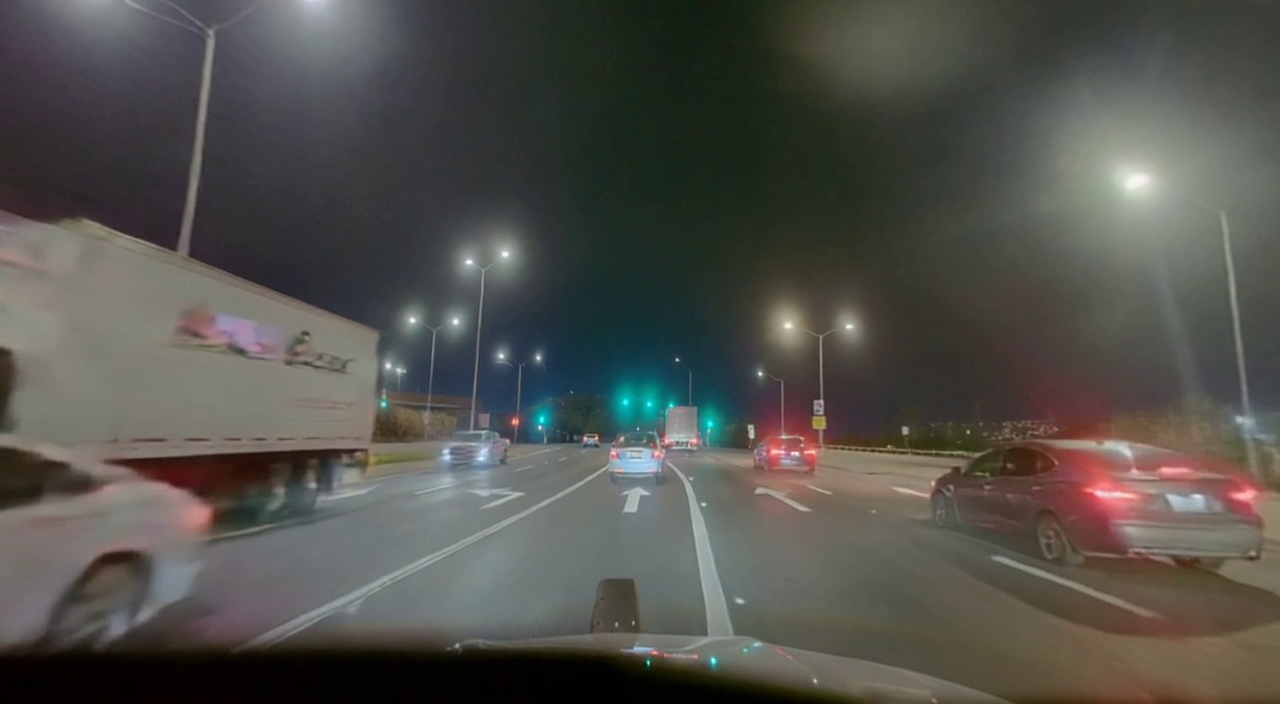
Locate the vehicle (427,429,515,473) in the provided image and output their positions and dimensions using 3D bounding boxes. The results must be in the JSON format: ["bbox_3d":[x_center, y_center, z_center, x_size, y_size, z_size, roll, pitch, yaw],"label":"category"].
[{"bbox_3d":[-6.201,3.683,23.705,1.980,1.499,4.417,0,-8,2],"label":"vehicle"}]

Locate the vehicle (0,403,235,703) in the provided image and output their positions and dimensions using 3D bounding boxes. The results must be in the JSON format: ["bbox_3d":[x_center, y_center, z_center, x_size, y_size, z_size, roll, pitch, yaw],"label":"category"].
[{"bbox_3d":[-4.064,0.863,2.283,1.964,1.428,4.481,0,-8,5],"label":"vehicle"}]

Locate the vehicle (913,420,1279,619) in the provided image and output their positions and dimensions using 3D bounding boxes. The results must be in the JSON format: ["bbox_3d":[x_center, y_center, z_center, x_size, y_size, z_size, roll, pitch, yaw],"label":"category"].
[{"bbox_3d":[5.064,1.551,7.030,2.081,1.434,4.833,0,-8,3],"label":"vehicle"}]

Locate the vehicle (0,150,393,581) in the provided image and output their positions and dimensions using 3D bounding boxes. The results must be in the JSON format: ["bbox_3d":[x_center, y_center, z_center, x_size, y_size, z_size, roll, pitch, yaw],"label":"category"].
[{"bbox_3d":[-7.034,0.438,8.002,2.986,3.821,10.059,0,-8,5],"label":"vehicle"}]

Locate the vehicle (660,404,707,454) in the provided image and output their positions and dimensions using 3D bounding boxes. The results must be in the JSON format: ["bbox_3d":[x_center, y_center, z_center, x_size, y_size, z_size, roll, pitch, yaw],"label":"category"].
[{"bbox_3d":[3.144,5.857,47.507,2.917,3.482,6.946,0,-8,-1],"label":"vehicle"}]

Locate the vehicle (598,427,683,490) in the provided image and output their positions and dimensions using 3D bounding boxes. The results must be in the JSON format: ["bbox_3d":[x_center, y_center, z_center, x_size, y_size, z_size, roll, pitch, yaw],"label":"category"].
[{"bbox_3d":[0.052,2.758,16.687,1.991,1.472,3.518,0,-8,1],"label":"vehicle"}]

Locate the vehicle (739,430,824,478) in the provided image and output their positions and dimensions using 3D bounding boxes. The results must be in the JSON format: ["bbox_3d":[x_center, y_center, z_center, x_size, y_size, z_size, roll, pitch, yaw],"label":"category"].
[{"bbox_3d":[4.772,3.469,21.777,1.889,1.480,3.876,1,-8,-2],"label":"vehicle"}]
